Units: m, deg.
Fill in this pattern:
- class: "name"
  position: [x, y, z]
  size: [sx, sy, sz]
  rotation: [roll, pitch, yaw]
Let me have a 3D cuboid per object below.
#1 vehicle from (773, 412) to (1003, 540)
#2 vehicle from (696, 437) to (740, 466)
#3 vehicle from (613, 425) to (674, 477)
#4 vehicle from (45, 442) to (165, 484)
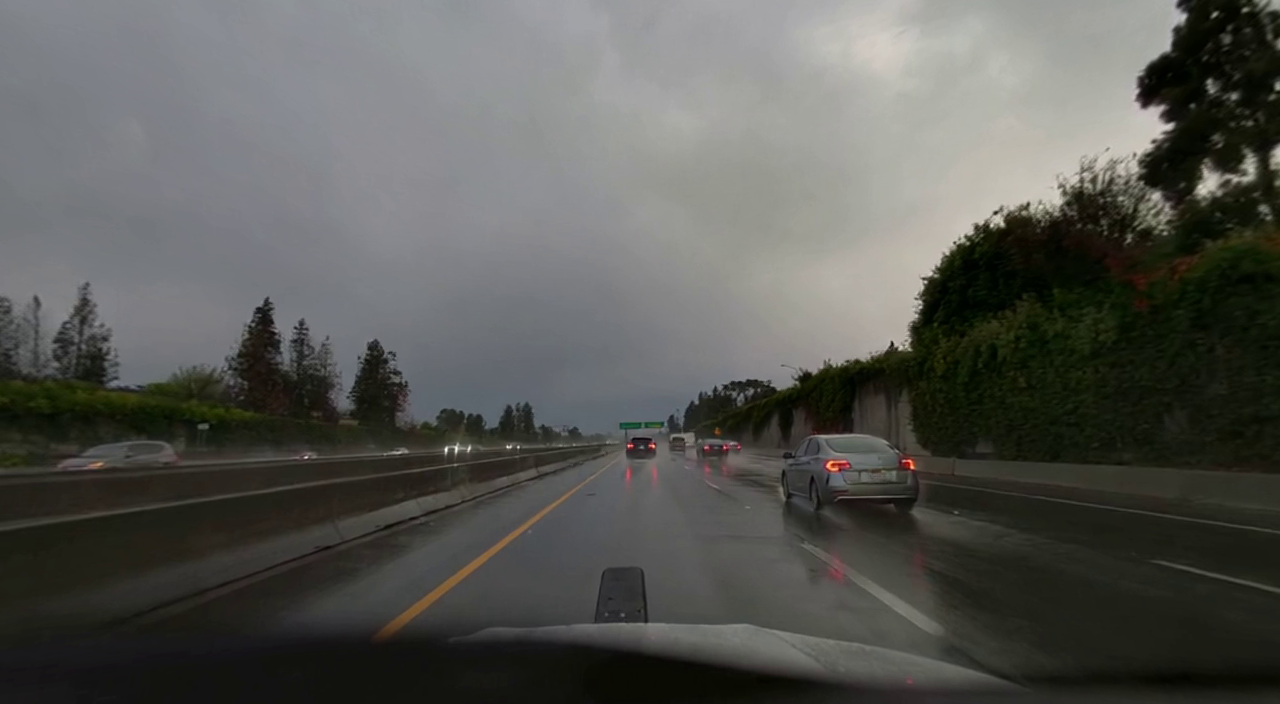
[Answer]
- class: "vehicle"
  position: [3.739, 1.956, 10.575]
  size: [2.003, 1.661, 4.418]
  rotation: [0, -8, -1]
- class: "vehicle"
  position: [4.213, 5.458, 34.726]
  size: [1.825, 1.487, 4.034]
  rotation: [0, -8, -1]
- class: "vehicle"
  position: [0.136, 3.862, 24.805]
  size: [2.189, 1.852, 4.038]
  rotation: [0, -8, 0]
- class: "vehicle"
  position: [-26.712, 5.516, 31.756]
  size: [2.005, 1.908, 4.590]
  rotation: [0, -8, -1]
